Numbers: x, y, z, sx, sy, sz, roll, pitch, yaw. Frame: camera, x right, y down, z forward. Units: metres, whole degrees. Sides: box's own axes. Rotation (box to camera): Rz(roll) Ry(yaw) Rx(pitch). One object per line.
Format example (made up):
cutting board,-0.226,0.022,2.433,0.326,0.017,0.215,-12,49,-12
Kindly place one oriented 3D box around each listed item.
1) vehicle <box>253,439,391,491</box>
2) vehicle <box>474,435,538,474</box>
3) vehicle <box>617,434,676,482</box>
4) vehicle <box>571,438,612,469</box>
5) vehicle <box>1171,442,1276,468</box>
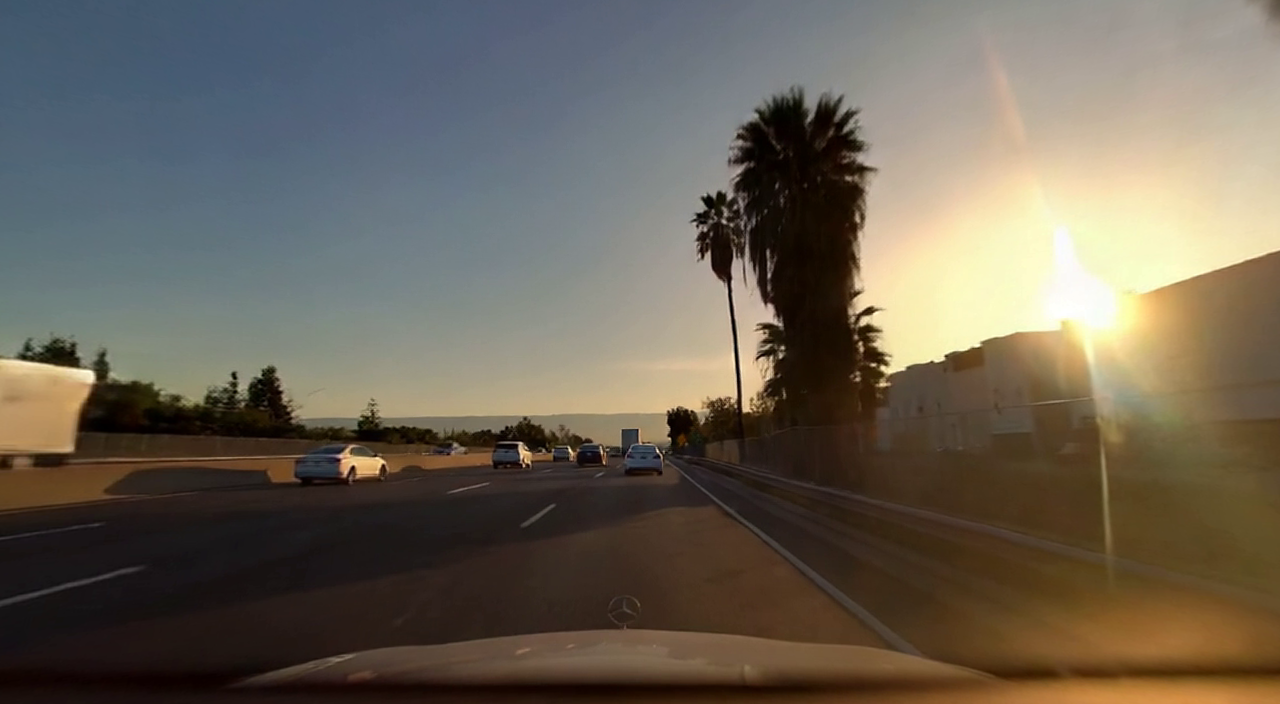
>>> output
vehicle,-10.418,3.719,21.217,1.910,1.501,5.004,0,-8,2
vehicle,-6.647,5.145,31.858,2.105,1.790,4.689,0,-8,2
vehicle,0.250,4.091,24.588,2.136,1.678,4.052,0,-8,1
vehicle,-3.018,6.426,40.253,2.108,1.832,4.549,0,-8,2
vehicle,35.091,6.194,38.153,1.855,1.490,4.704,0,-8,0
